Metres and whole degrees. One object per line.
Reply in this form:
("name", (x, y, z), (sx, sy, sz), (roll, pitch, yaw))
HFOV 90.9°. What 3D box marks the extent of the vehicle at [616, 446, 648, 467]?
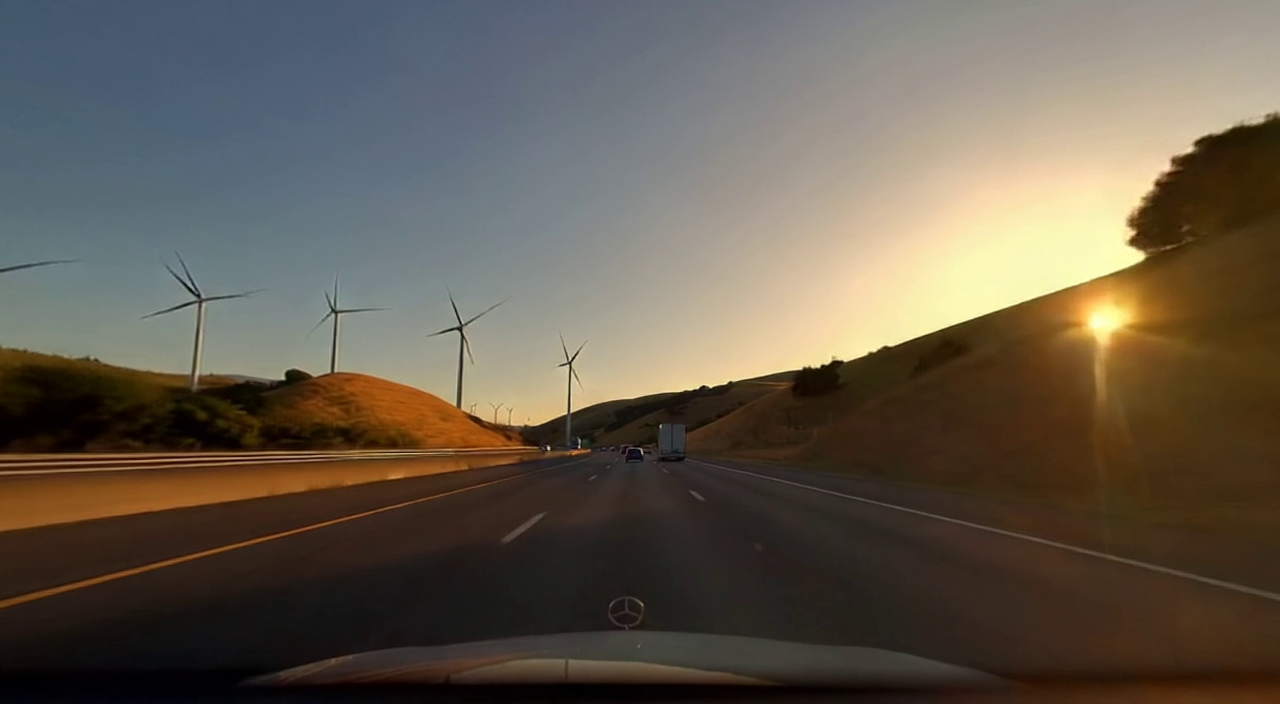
("vehicle", (-0.588, 7.689, 46.436), (2.209, 1.453, 3.695), (0, -9, -1))
